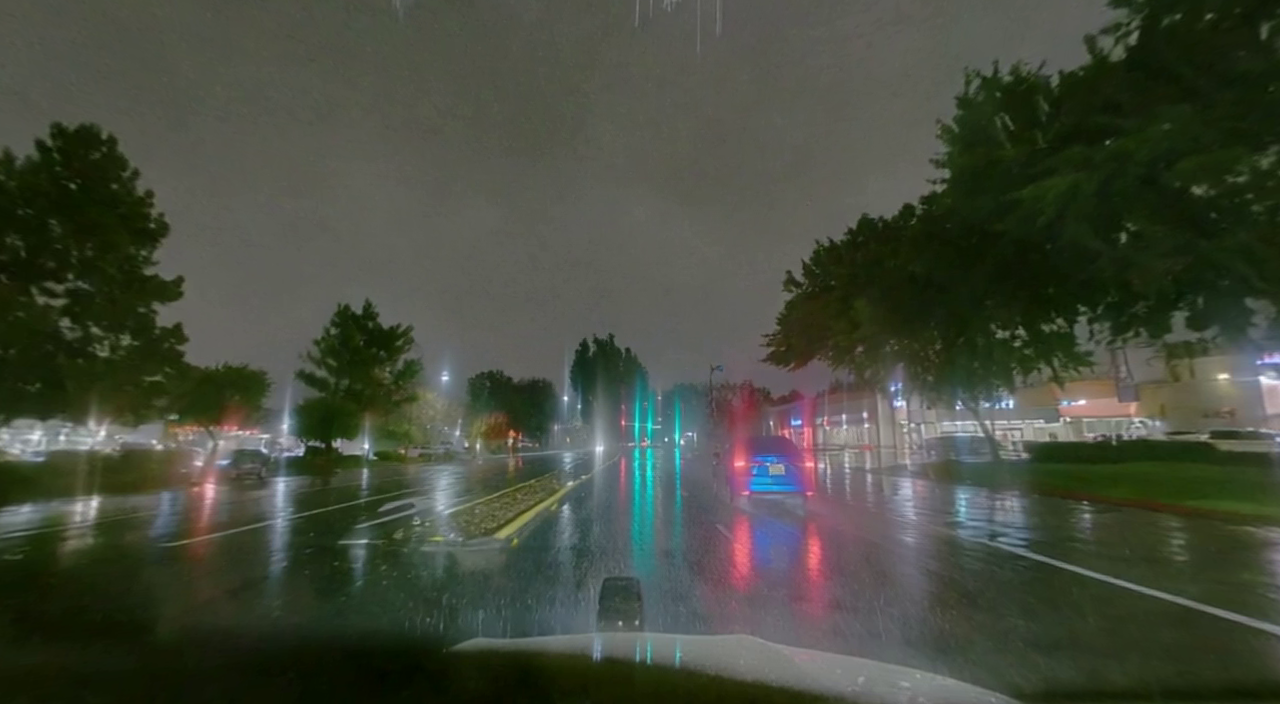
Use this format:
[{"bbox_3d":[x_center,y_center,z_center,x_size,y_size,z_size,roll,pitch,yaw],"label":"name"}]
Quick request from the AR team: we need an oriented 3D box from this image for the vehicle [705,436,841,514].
[{"bbox_3d":[2.806,2.708,14.421,2.015,1.479,4.444,0,-9,-2],"label":"vehicle"}]

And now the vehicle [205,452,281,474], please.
[{"bbox_3d":[-27.502,7.693,43.752,4.294,1.417,1.802,5,-10,-29],"label":"vehicle"}]
